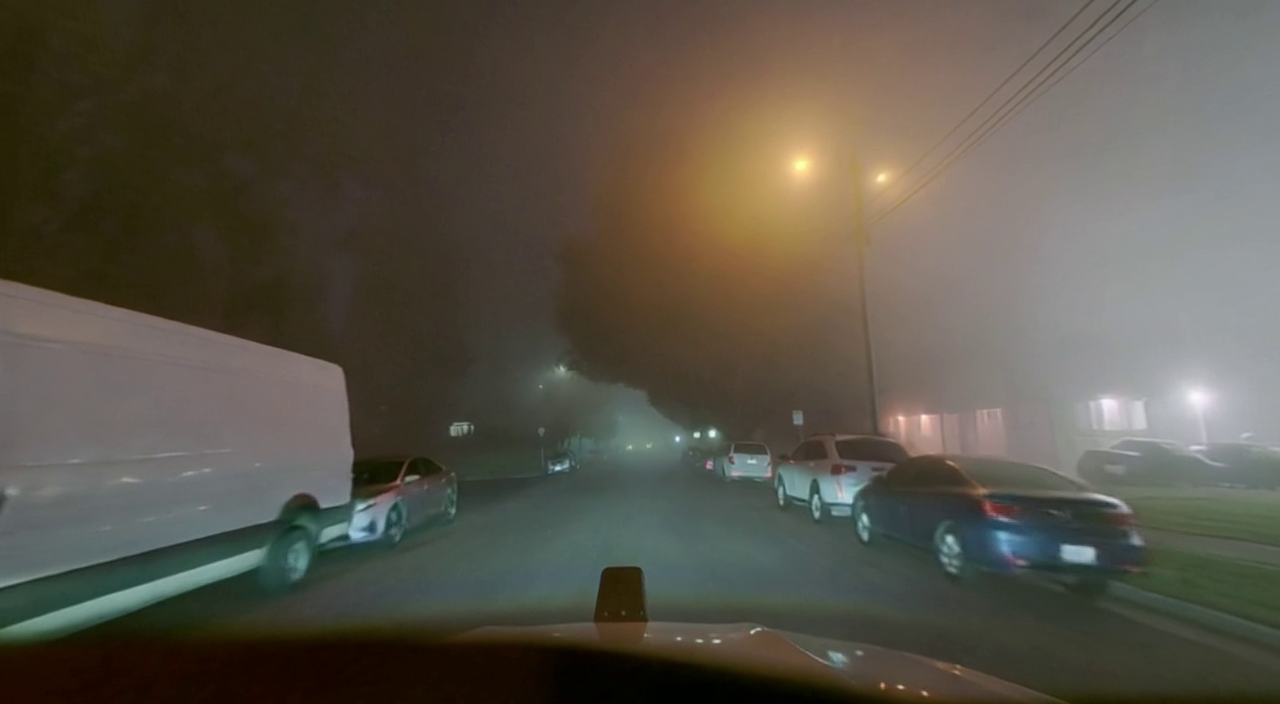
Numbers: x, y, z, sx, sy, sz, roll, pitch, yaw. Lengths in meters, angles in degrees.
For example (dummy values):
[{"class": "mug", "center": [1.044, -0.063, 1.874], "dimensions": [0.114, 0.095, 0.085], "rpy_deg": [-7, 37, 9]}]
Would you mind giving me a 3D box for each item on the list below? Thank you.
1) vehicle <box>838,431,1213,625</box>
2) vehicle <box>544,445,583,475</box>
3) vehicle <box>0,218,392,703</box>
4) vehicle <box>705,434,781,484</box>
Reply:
[{"class": "vehicle", "center": [4.030, 1.847, 7.692], "dimensions": [1.839, 1.520, 4.498], "rpy_deg": [3, -8, 1]}, {"class": "vehicle", "center": [-4.432, 6.296, 36.932], "dimensions": [1.870, 1.562, 4.212], "rpy_deg": [-3, -8, -2]}, {"class": "vehicle", "center": [-4.399, 0.893, 4.596], "dimensions": [2.470, 2.613, 5.989], "rpy_deg": [-4, -9, 4]}, {"class": "vehicle", "center": [4.162, 4.454, 26.417], "dimensions": [2.215, 1.897, 5.131], "rpy_deg": [0, -9, -1]}]
